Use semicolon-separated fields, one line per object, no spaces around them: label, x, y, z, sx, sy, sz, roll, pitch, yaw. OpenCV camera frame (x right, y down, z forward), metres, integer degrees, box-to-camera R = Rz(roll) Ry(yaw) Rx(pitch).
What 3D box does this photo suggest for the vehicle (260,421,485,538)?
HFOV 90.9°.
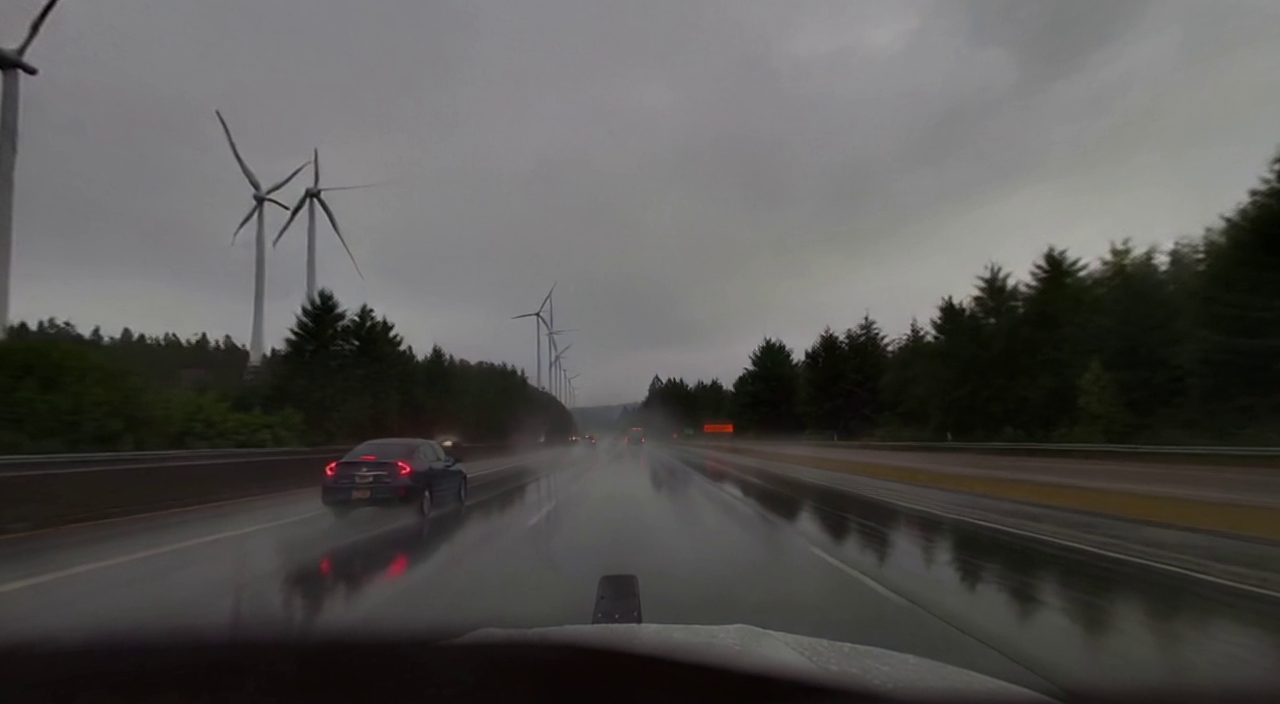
vehicle;-3.999;1.947;10.290;1.950;1.511;3.965;0;-8;-1
